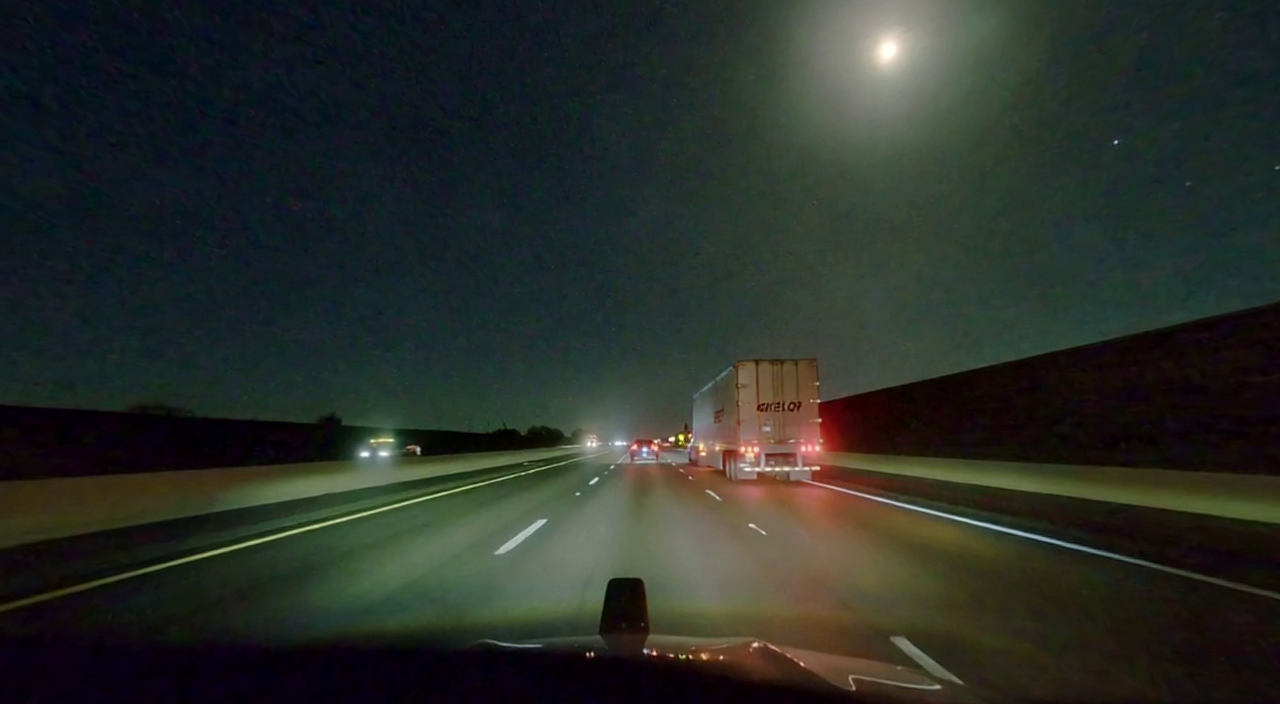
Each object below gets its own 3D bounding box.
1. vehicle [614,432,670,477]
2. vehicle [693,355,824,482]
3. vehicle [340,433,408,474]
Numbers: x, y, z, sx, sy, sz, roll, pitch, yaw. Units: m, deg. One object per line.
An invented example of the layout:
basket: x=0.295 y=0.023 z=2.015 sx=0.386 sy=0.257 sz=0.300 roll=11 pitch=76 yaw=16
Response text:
vehicle: x=0.118 y=4.160 z=25.782 sx=2.111 sy=1.635 sz=4.177 roll=0 pitch=-8 yaw=1
vehicle: x=4.474 y=3.219 z=28.070 sx=2.936 sy=4.125 sz=15.204 roll=0 pitch=-8 yaw=0
vehicle: x=-17.816 y=6.799 z=42.474 sx=2.160 sy=2.514 sz=5.353 roll=0 pitch=-8 yaw=1
